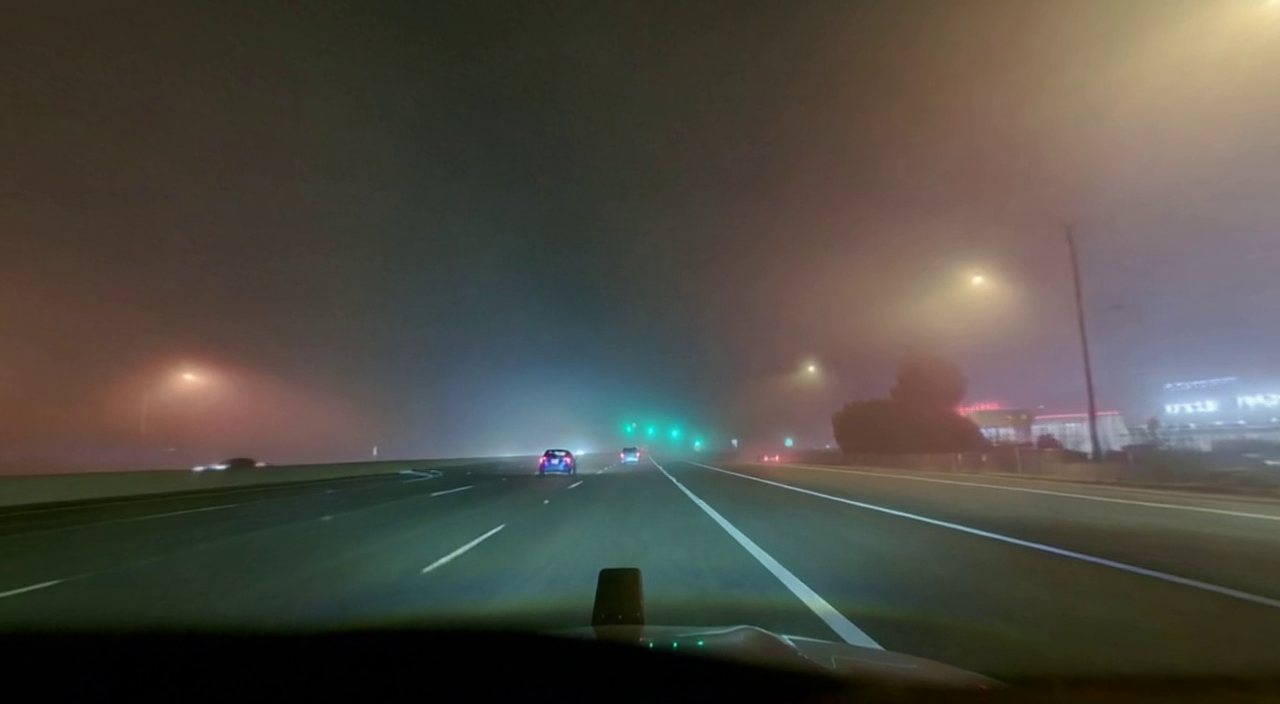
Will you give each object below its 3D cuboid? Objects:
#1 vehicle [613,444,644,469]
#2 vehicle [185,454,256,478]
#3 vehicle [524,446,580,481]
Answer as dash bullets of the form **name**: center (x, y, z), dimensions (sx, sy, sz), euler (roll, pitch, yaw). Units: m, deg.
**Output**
- **vehicle**: center (-0.779, 7.596, 45.790), dimensions (2.102, 1.692, 4.057), euler (0, -9, 1)
- **vehicle**: center (-29.967, 8.136, 45.141), dimensions (1.955, 1.593, 4.483), euler (0, -9, 0)
- **vehicle**: center (-4.267, 5.485, 31.268), dimensions (2.071, 1.553, 4.388), euler (0, -9, 1)
